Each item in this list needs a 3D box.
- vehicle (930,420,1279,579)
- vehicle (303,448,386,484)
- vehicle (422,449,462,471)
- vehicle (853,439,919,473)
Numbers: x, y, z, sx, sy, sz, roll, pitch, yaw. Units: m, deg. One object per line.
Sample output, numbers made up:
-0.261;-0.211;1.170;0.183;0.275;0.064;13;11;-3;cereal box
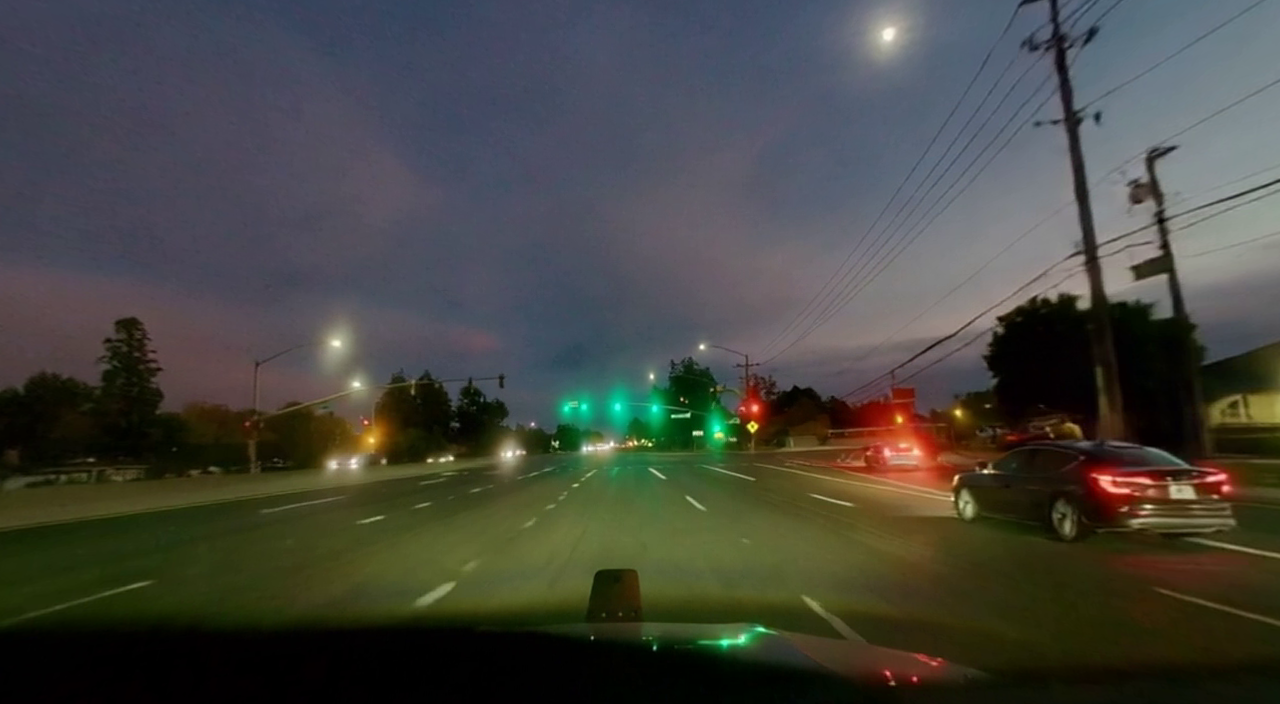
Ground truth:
6.141;1.782;8.541;2.113;1.520;4.650;0;-8;-2;vehicle
-14.556;5.631;31.449;2.040;1.614;4.564;0;-8;-2;vehicle
-15.381;8.396;49.318;1.880;1.545;3.962;0;-8;-1;vehicle
12.384;5.241;32.078;1.979;1.581;4.271;-1;-9;6;vehicle
